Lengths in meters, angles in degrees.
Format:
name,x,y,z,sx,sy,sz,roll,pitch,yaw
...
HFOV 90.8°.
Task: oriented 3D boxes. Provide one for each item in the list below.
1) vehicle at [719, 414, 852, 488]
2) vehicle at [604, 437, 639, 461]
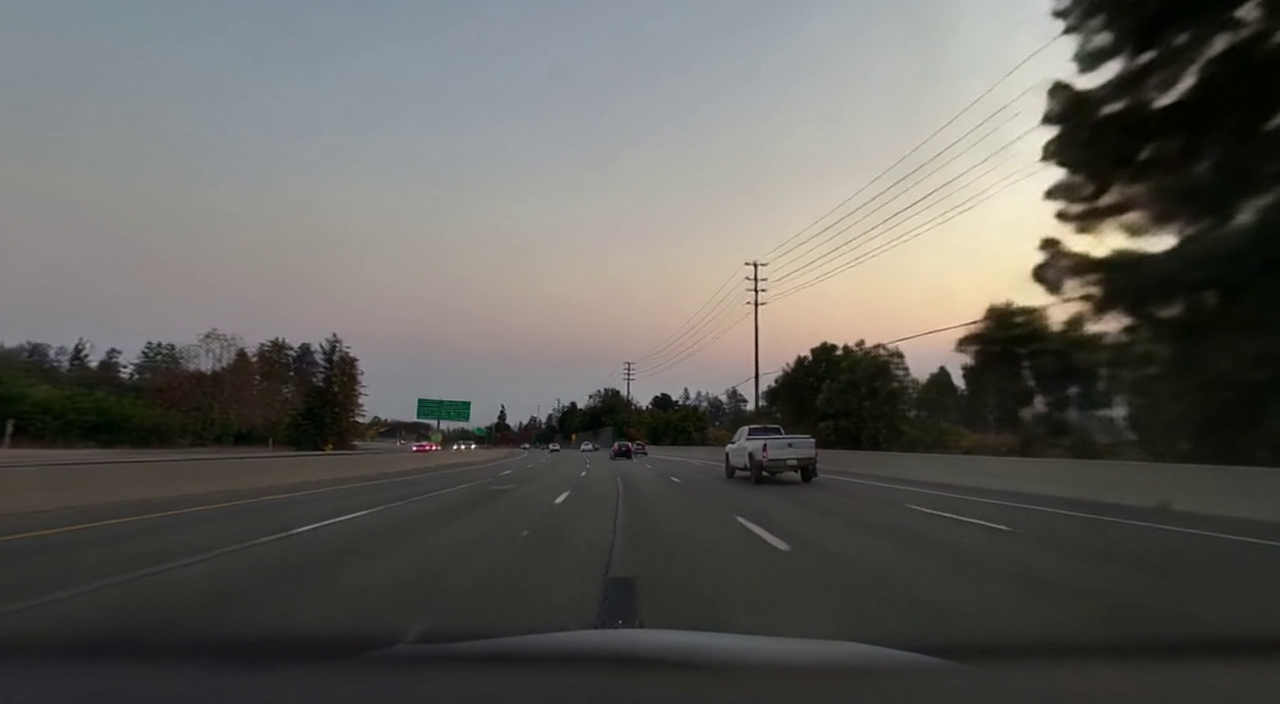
name,x,y,z,sx,sy,sz,roll,pitch,yaw
vehicle,4.404,3.168,20.515,2.504,2.033,5.979,0,-8,-4
vehicle,-1.443,7.406,48.233,2.188,1.714,3.921,1,-8,-9
